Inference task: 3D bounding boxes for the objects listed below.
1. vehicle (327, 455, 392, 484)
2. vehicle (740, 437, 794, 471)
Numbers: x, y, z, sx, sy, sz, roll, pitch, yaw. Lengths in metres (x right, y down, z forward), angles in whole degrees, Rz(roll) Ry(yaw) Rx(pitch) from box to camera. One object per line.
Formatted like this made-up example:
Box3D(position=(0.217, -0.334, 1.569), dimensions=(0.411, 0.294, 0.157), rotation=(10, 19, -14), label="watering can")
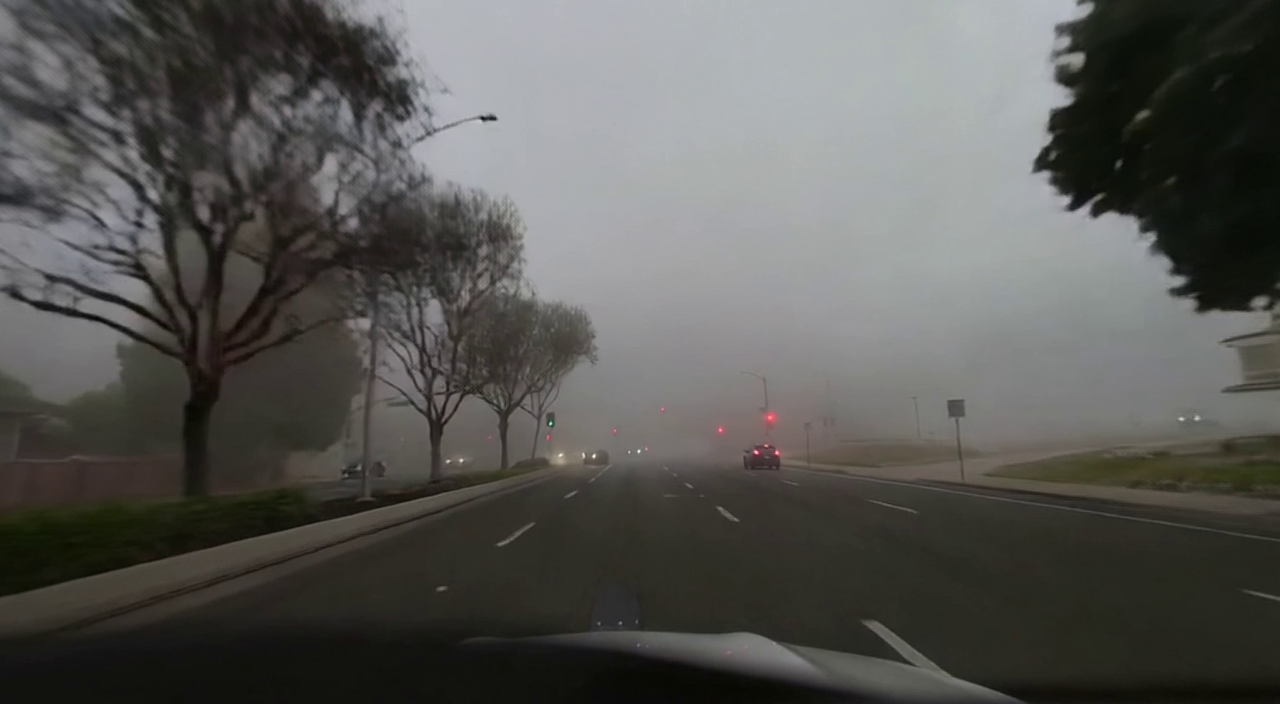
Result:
Box3D(position=(-17.626, 7.395, 39.942), dimensions=(1.883, 1.583, 4.342), rotation=(-3, -9, 4), label="vehicle")
Box3D(position=(6.970, 5.643, 35.112), dimensions=(2.011, 1.710, 4.357), rotation=(0, -8, -1), label="vehicle")
